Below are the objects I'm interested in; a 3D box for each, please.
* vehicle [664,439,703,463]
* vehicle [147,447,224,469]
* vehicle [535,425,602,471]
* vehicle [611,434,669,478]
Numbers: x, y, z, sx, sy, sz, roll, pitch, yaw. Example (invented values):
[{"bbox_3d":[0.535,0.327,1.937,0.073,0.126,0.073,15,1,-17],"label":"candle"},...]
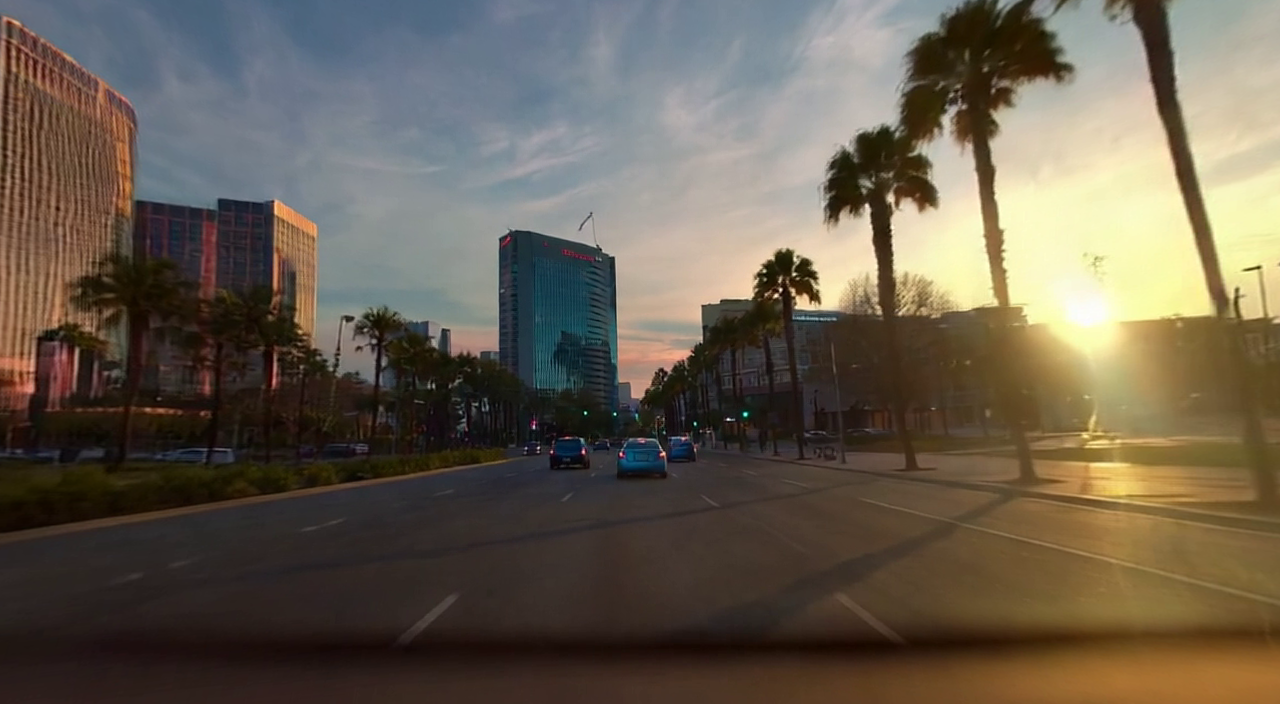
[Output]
[{"bbox_3d":[2.814,6.575,41.972,2.085,1.482,4.491,0,-9,-2],"label":"vehicle"},{"bbox_3d":[-34.698,8.072,48.336,4.278,1.652,2.100,-1,-9,3],"label":"vehicle"},{"bbox_3d":[-3.389,4.781,31.433,2.672,2.064,5.681,0,-9,0],"label":"vehicle"},{"bbox_3d":[-0.039,4.177,25.583,2.160,1.615,4.117,0,-9,-1],"label":"vehicle"}]
